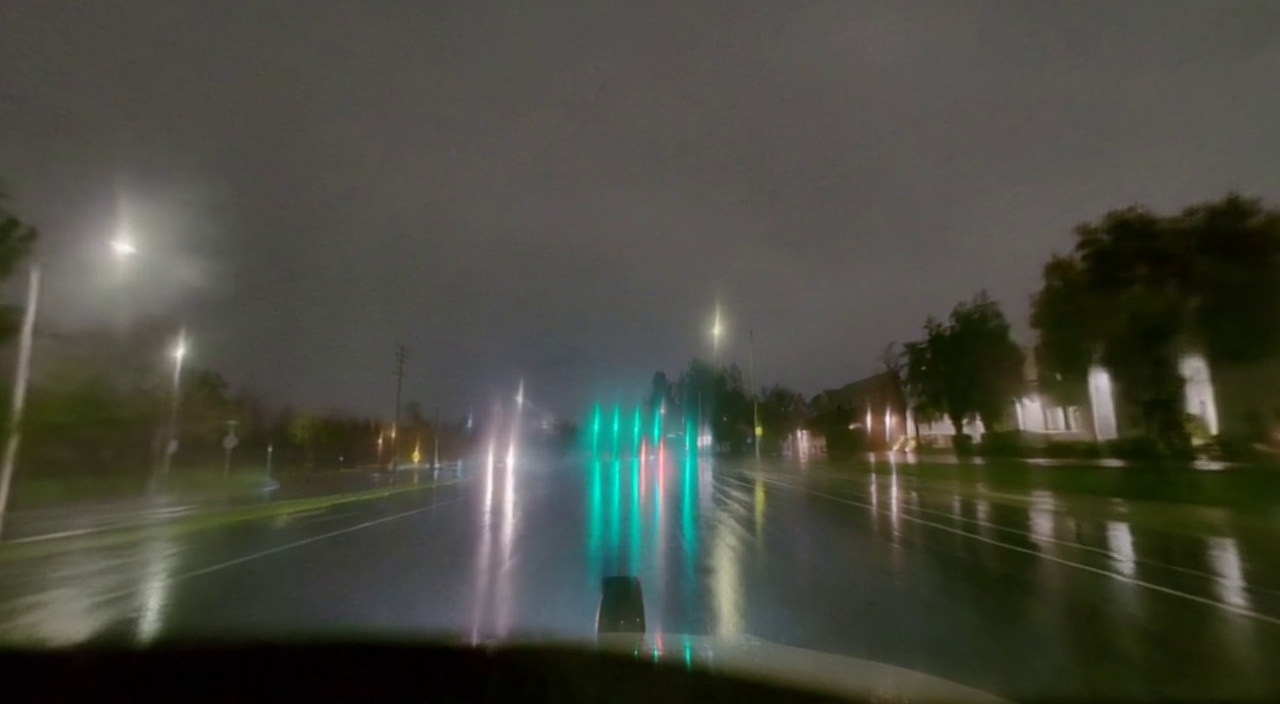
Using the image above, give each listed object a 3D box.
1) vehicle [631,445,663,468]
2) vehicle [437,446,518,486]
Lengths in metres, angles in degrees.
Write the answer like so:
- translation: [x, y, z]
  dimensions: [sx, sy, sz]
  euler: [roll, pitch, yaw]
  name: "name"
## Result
- translation: [0.472, 7.322, 44.125]
  dimensions: [2.106, 1.517, 4.375]
  euler: [0, -9, 0]
  name: "vehicle"
- translation: [-6.459, 4.577, 25.554]
  dimensions: [2.014, 1.472, 4.357]
  euler: [0, -9, 2]
  name: "vehicle"
